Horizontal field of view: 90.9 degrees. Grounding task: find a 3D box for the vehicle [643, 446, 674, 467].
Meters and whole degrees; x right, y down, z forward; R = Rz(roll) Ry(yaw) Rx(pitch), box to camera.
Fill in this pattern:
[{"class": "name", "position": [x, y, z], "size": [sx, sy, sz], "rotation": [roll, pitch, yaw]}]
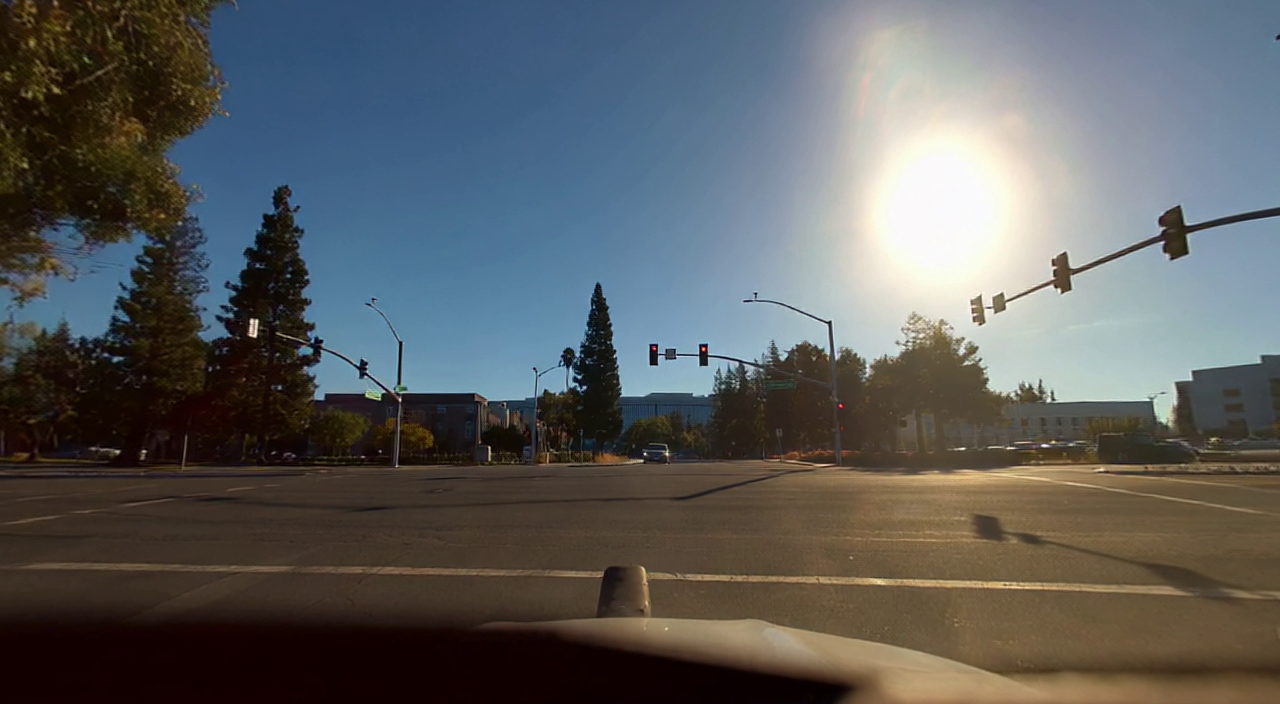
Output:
[{"class": "vehicle", "position": [1.291, 7.637, 46.444], "size": [2.132, 1.449, 4.235], "rotation": [0, -9, 0]}]
